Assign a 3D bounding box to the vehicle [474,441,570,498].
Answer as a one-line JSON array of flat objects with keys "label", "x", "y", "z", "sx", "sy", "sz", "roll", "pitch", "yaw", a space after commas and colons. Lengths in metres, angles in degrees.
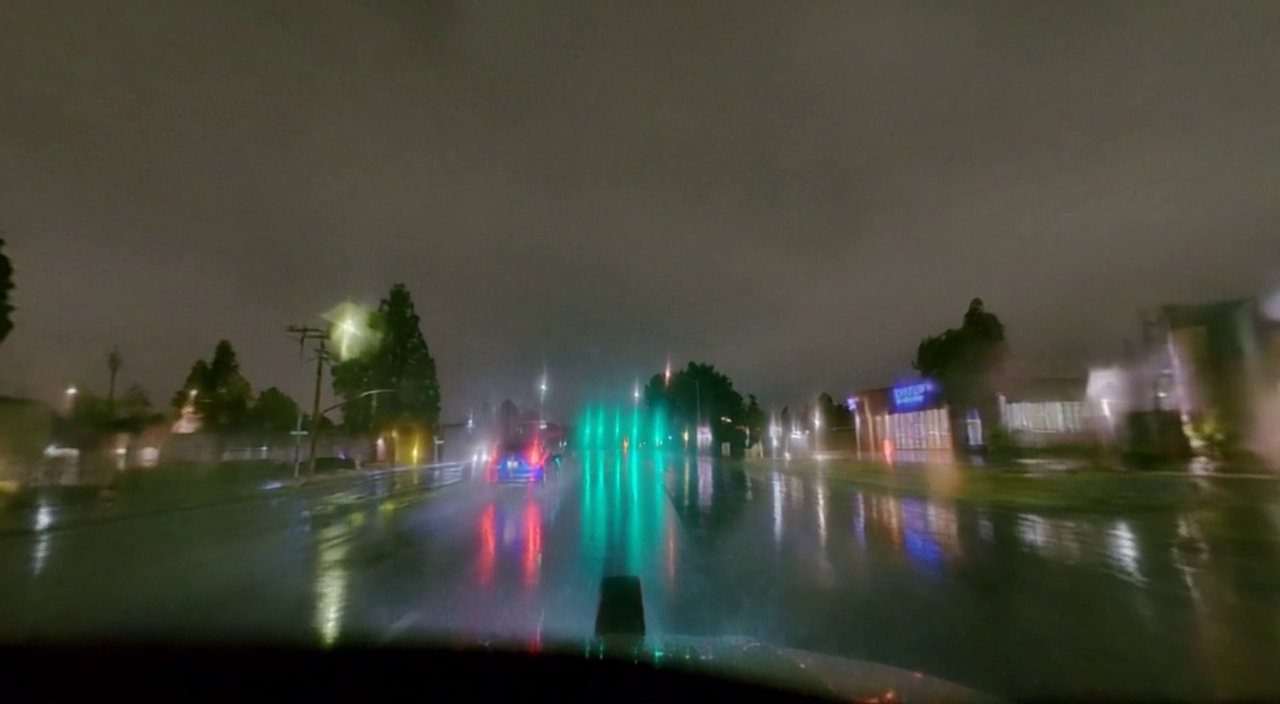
[{"label": "vehicle", "x": -3.343, "y": 3.396, "z": 18.721, "sx": 2.005, "sy": 1.477, "sz": 4.169, "roll": 0, "pitch": -8, "yaw": 0}]
